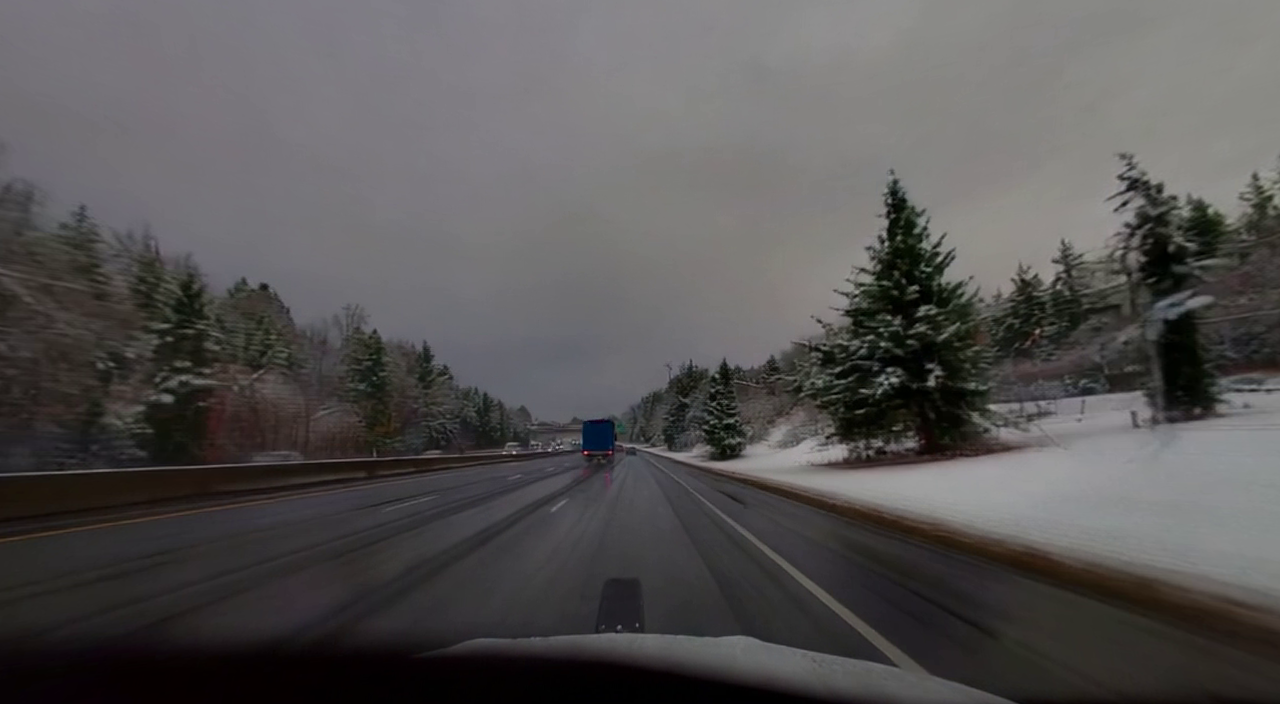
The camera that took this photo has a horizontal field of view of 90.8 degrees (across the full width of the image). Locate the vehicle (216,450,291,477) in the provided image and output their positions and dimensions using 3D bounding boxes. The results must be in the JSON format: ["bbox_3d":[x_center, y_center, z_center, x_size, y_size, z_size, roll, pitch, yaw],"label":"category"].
[{"bbox_3d":[-25.128,7.252,41.250,2.032,1.617,4.561,0,-9,0],"label":"vehicle"}]
